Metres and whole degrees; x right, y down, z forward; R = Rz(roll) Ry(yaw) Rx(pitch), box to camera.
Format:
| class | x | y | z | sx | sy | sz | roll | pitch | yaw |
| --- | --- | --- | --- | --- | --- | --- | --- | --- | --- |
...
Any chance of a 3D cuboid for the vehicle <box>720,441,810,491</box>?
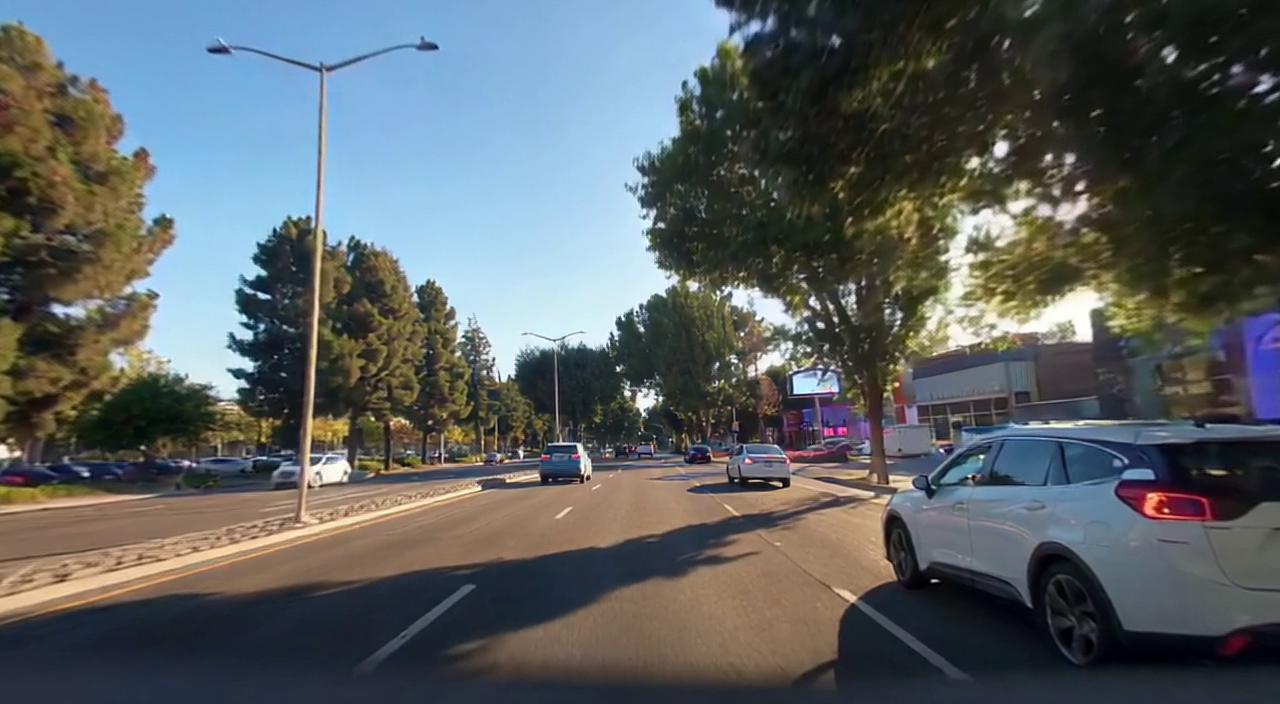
| class | x | y | z | sx | sy | sz | roll | pitch | yaw |
| --- | --- | --- | --- | --- | --- | --- | --- | --- | --- |
| vehicle | 4.085 | 3.801 | 21.488 | 2.036 | 1.480 | 4.659 | 0 | -8 | -1 |

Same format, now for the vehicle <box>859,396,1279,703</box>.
| class | x | y | z | sx | sy | sz | roll | pitch | yaw |
| --- | --- | --- | --- | --- | --- | --- | --- | --- | --- |
| vehicle | 3.494 | 1.258 | 4.755 | 1.976 | 1.491 | 4.714 | 0 | -8 | 0 |

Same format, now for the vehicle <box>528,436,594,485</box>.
| class | x | y | z | sx | sy | sz | roll | pitch | yaw |
| --- | --- | --- | --- | --- | --- | --- | --- | --- | --- |
| vehicle | -2.998 | 4.222 | 24.804 | 1.981 | 1.731 | 4.360 | 0 | -9 | 1 |

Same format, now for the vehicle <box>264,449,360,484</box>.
| class | x | y | z | sx | sy | sz | roll | pitch | yaw |
| --- | --- | --- | --- | --- | --- | --- | --- | --- | --- |
| vehicle | -19.296 | 6.722 | 37.517 | 2.501 | 1.862 | 5.754 | -1 | -9 | 2 |
